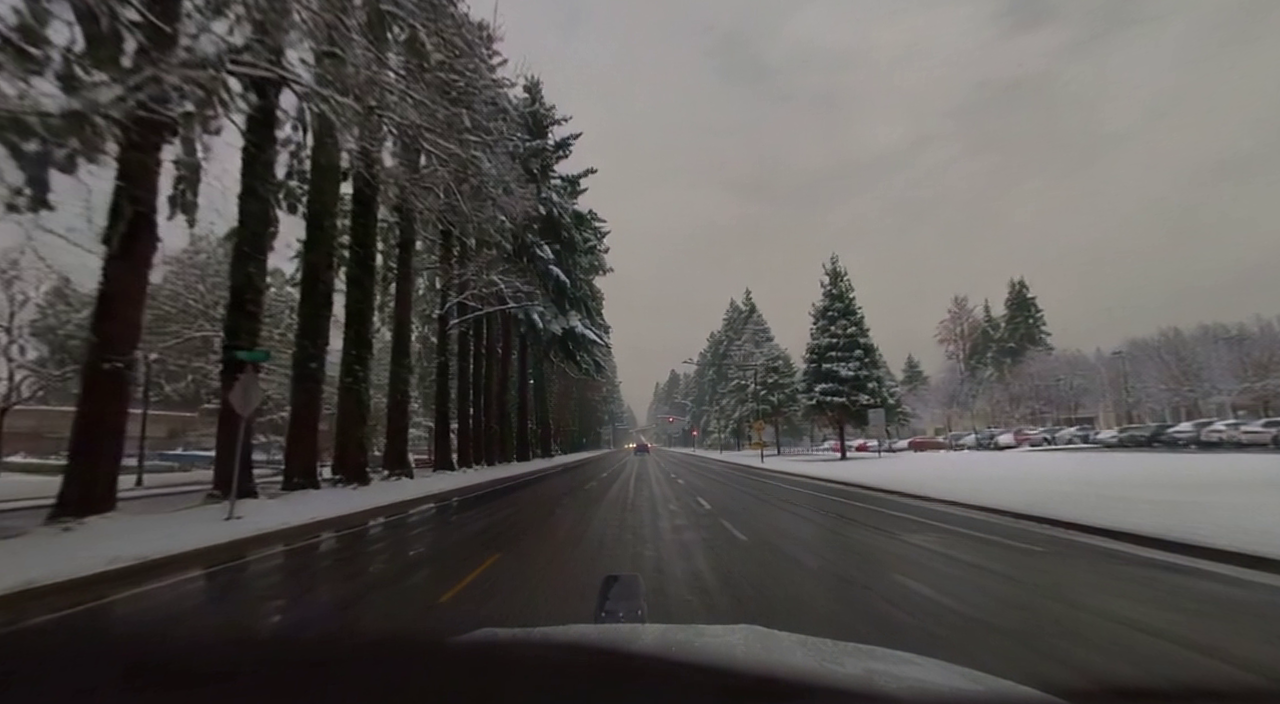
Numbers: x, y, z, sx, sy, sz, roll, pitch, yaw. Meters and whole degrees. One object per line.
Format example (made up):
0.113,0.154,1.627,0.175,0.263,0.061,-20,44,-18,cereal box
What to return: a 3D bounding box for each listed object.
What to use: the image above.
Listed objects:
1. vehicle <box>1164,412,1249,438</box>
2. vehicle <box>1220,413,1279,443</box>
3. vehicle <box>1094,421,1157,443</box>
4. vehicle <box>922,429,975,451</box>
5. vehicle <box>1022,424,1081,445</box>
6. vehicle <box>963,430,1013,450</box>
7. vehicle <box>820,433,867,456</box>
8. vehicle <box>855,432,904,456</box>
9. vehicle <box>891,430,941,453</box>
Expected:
42.303,5.495,47.329,1.865,1.737,4.703,0,-9,-1,vehicle
34.229,4.096,33.849,1.850,1.490,4.701,-1,-9,2,vehicle
36.746,6.105,47.922,1.766,1.510,3.703,0,-9,-2,vehicle
23.215,6.676,47.719,1.954,1.583,4.269,-1,-8,2,vehicle
31.277,6.325,48.173,1.862,1.537,4.113,-1,-9,2,vehicle
25.901,6.602,47.109,1.719,1.431,3.666,-1,-9,2,vehicle
15.292,6.994,47.667,1.946,1.633,4.367,-1,-8,-2,vehicle
17.855,6.892,47.295,1.907,1.601,4.253,-3,-9,0,vehicle
20.529,6.710,47.169,1.914,1.585,4.157,-1,-8,1,vehicle
